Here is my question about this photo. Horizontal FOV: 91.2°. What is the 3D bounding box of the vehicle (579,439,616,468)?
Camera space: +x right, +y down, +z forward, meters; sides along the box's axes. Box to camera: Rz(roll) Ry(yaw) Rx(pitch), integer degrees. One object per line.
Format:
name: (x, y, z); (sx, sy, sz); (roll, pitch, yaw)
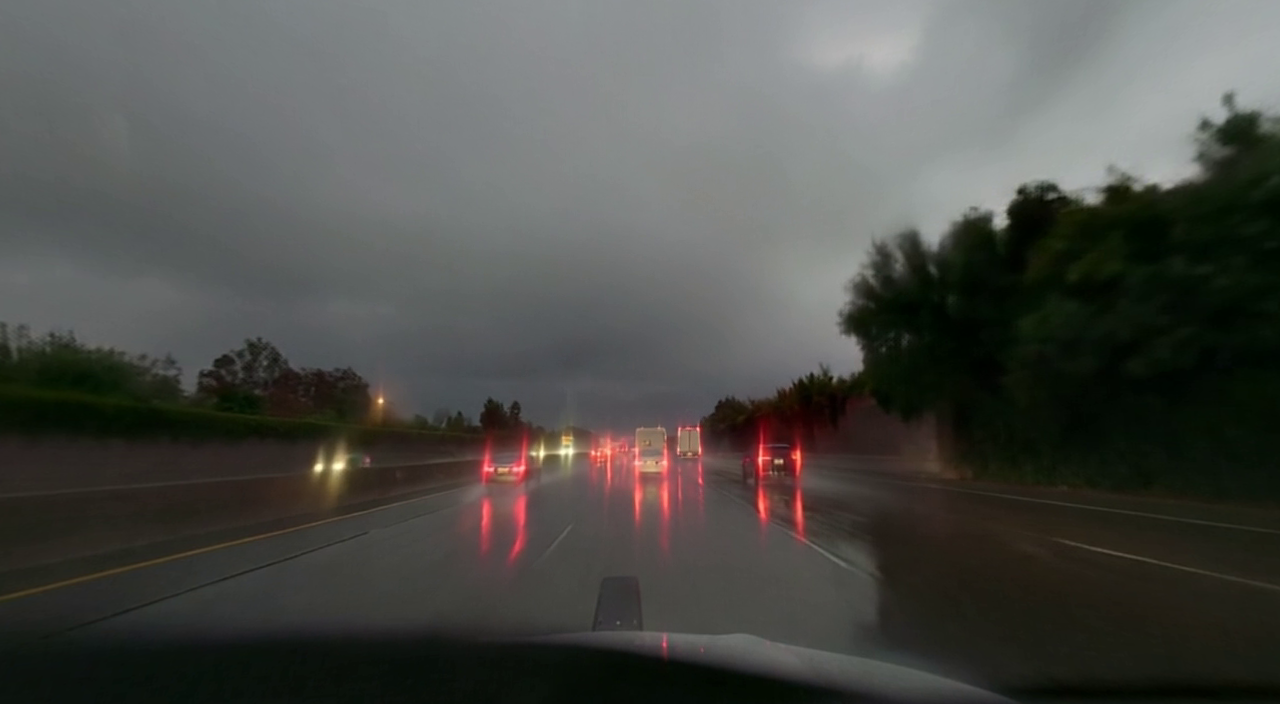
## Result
vehicle: (-3.023, 7.397, 45.569); (2.230, 1.973, 4.403); (-1, -9, 2)

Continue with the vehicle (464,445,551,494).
vehicle: (-4.346, 3.933, 21.309); (1.967, 1.473, 4.439); (0, -9, 1)

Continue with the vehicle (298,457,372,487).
vehicle: (-16.569, 6.522, 34.325); (1.912, 1.478, 4.106); (-1, -9, 1)

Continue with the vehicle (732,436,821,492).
vehicle: (4.455, 3.721, 21.093); (2.018, 1.639, 4.149); (0, -9, 0)

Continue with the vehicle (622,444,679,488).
vehicle: (0.375, 4.392, 24.486); (2.015, 1.526, 4.286); (0, -9, 0)
